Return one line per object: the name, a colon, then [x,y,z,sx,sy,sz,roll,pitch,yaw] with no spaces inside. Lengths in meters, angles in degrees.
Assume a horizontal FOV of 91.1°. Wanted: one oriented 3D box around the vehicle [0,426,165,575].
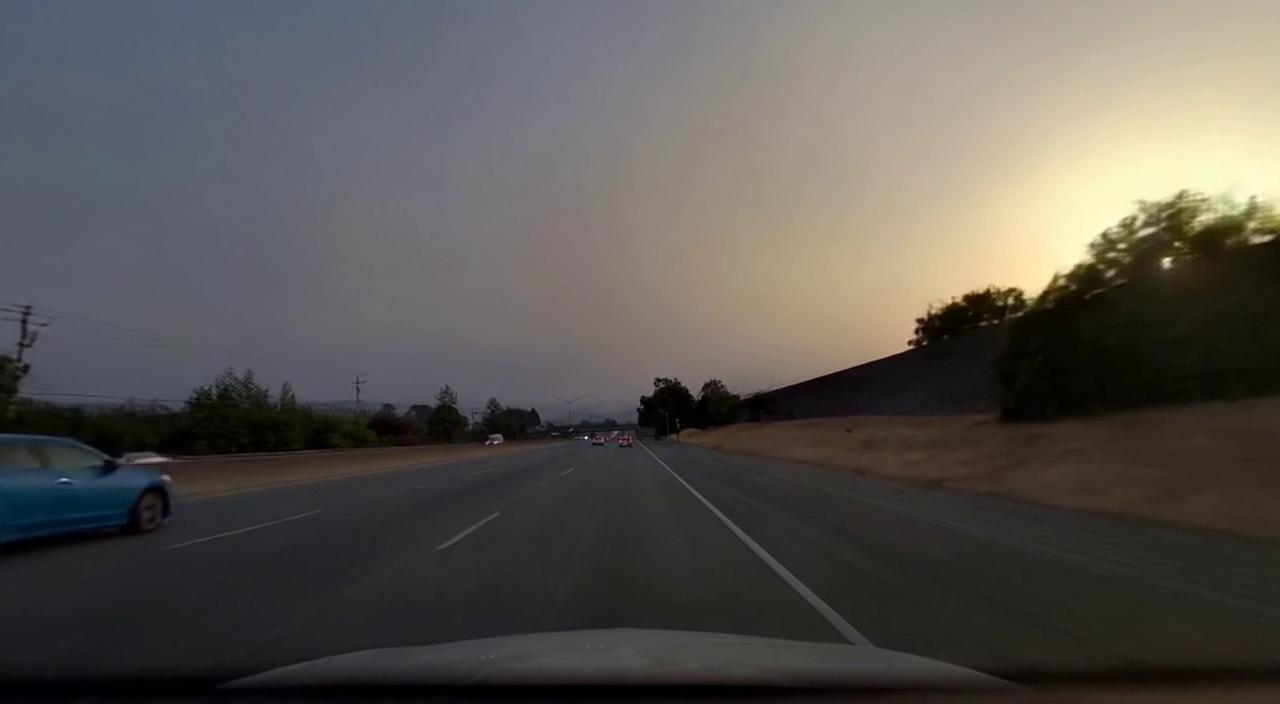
vehicle: [-7.334,1.467,6.191,1.949,1.465,4.318,0,-8,-1]
